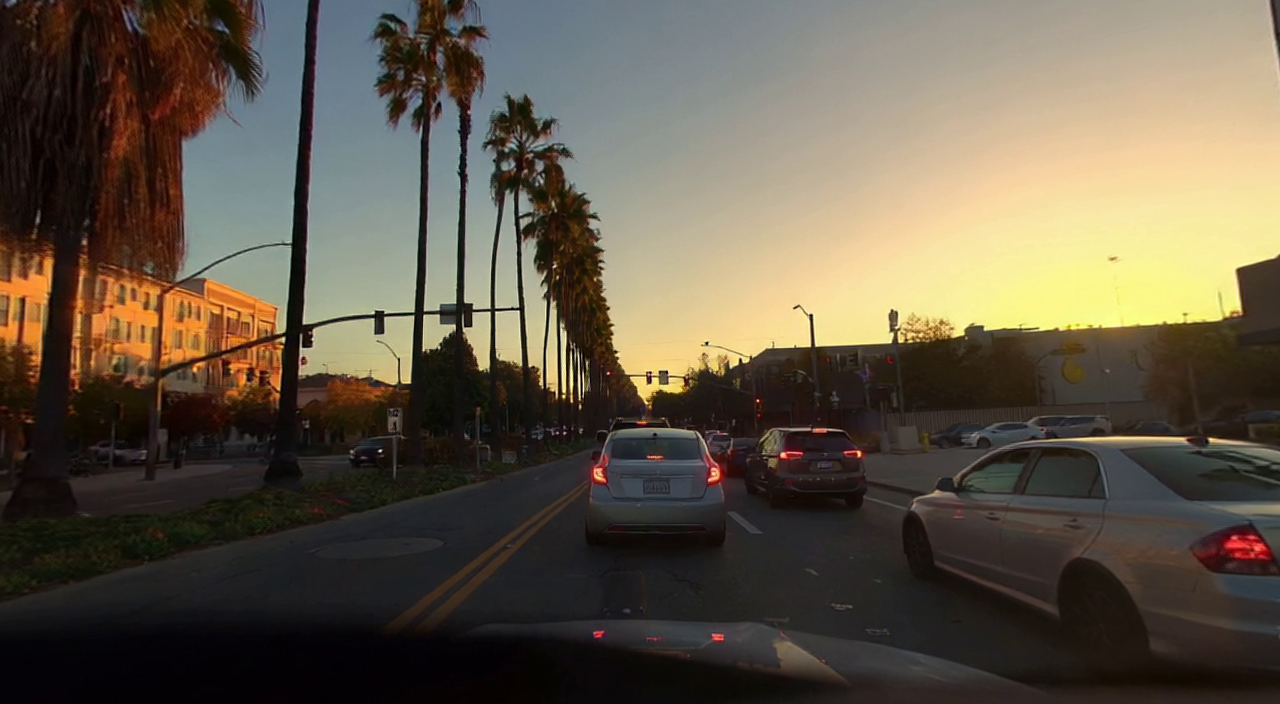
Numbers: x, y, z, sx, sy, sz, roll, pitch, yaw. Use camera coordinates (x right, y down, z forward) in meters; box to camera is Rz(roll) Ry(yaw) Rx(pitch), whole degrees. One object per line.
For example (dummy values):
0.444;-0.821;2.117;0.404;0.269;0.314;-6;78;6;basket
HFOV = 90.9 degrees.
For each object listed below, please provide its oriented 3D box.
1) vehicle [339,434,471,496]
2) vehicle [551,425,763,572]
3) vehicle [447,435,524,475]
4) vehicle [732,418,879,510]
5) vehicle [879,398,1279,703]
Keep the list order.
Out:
-6.252;3.051;17.381;1.900;1.487;4.165;0;-8;2;vehicle
0.179;1.786;8.462;2.140;1.474;4.026;0;-8;0;vehicle
-6.050;4.094;25.236;1.822;1.456;4.396;-1;-8;2;vehicle
3.499;2.470;14.314;2.169;1.751;4.276;0;-8;0;vehicle
3.544;1.222;4.475;1.910;1.490;4.661;0;-8;1;vehicle
